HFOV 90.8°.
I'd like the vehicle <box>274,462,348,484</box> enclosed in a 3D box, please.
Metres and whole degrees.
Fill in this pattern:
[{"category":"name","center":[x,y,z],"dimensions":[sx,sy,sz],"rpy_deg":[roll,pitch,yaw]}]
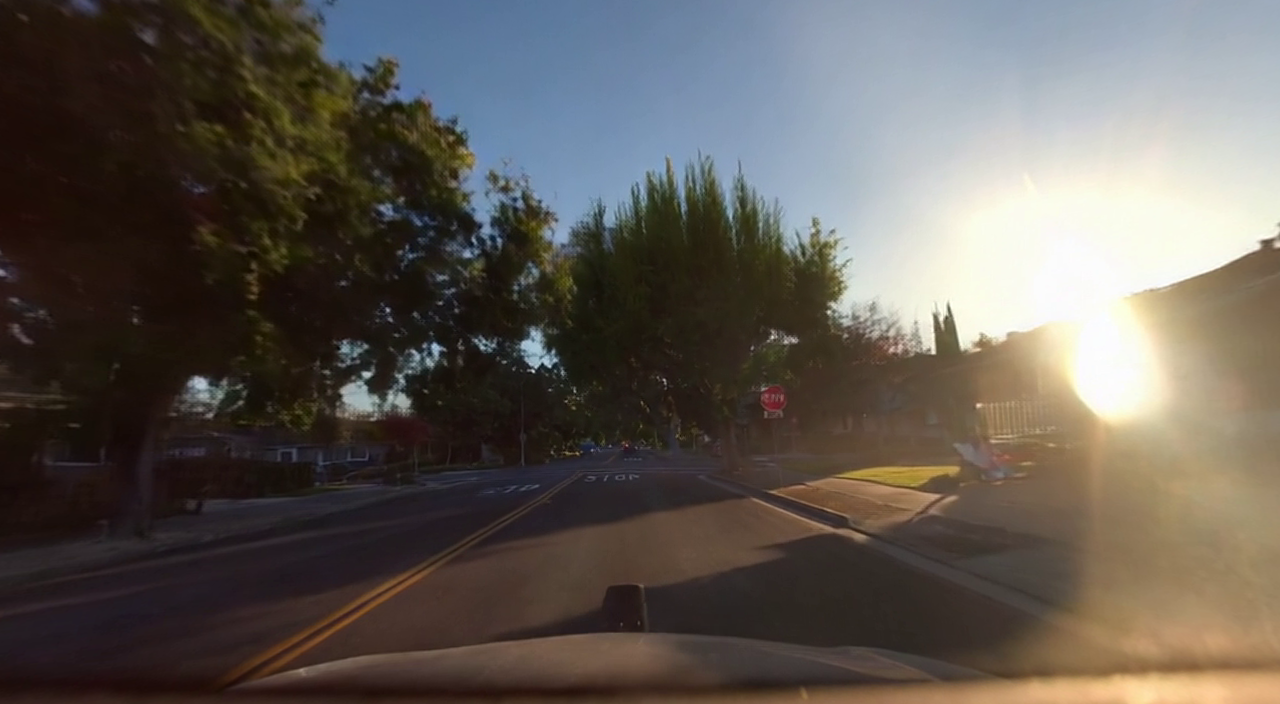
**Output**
[{"category":"vehicle","center":[-24.344,8.960,46.870],"dimensions":[4.380,1.462,1.864],"rpy_deg":[0,-9,-1]}]
